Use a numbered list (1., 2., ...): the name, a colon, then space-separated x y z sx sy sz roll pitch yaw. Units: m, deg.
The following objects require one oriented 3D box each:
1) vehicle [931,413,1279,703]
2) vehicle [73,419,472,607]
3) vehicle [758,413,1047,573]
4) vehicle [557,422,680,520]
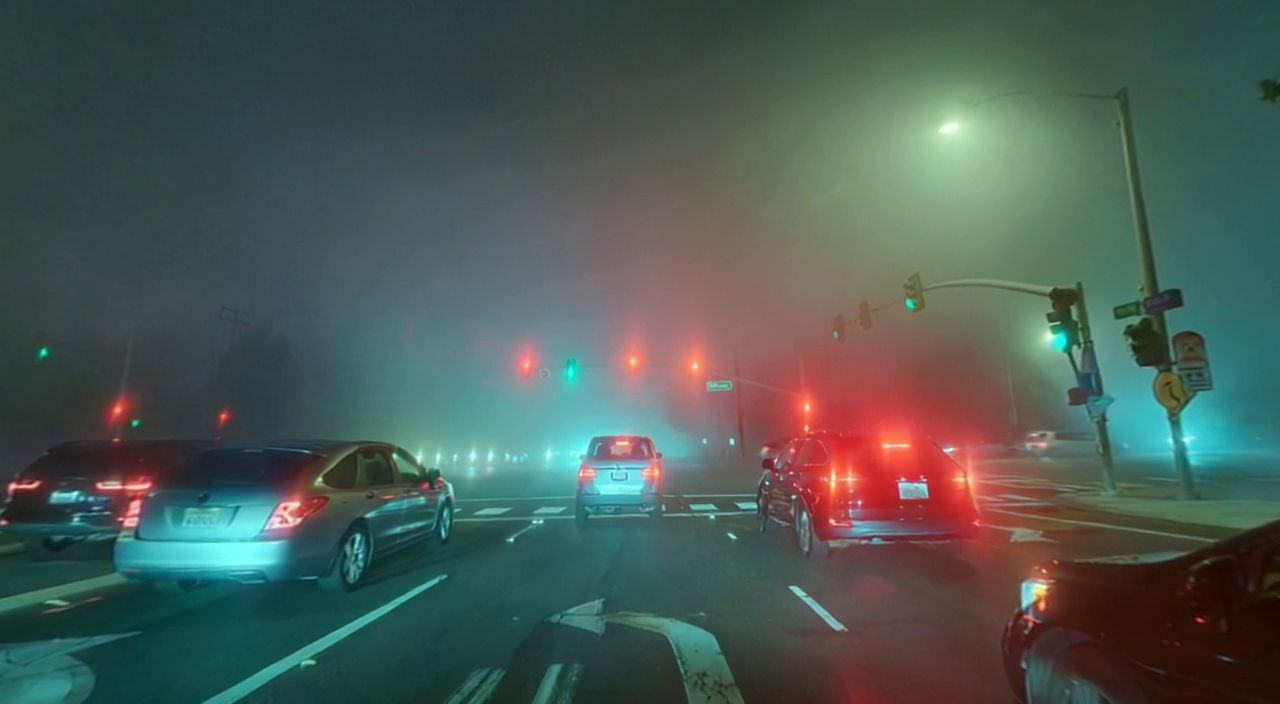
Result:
1. vehicle: 3.249 1.005 2.606 1.960 1.460 4.233 0 -8 -2
2. vehicle: -3.540 1.613 7.305 1.941 1.492 4.399 0 -8 1
3. vehicle: 3.284 1.852 9.134 2.097 1.707 4.461 0 -8 -2
4. vehicle: -0.399 2.445 13.407 2.215 1.749 3.976 0 -8 0
